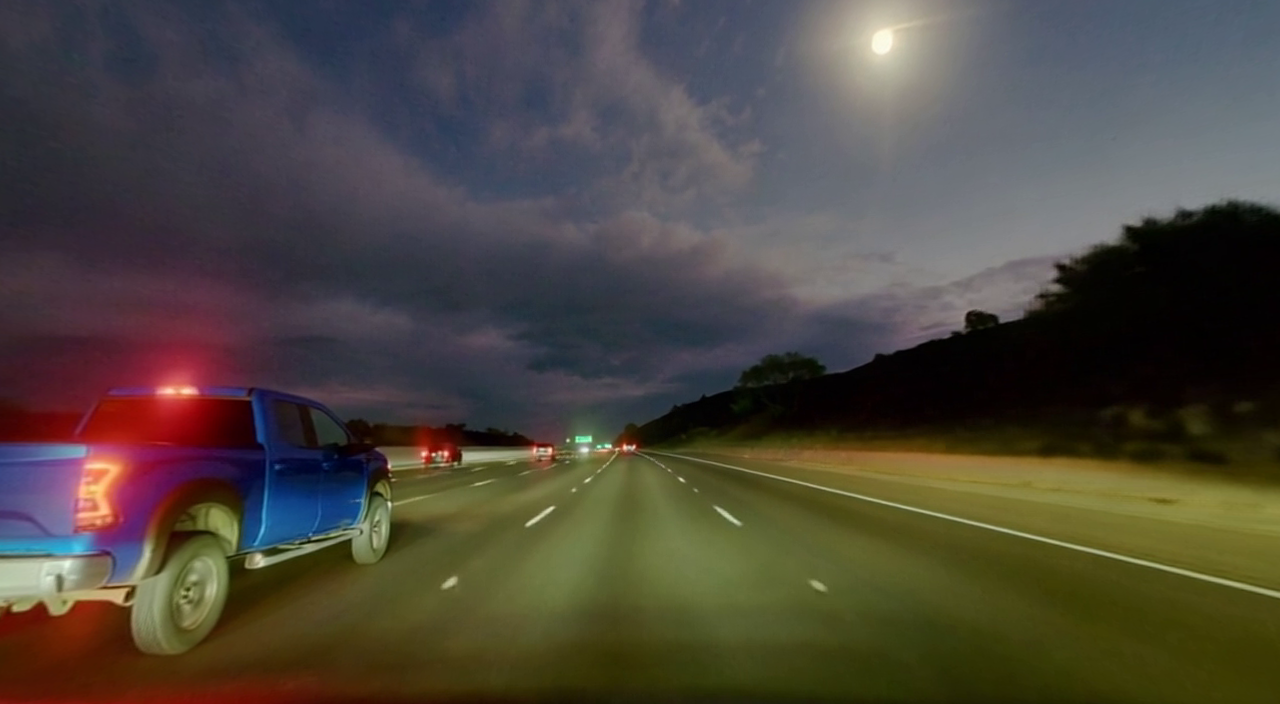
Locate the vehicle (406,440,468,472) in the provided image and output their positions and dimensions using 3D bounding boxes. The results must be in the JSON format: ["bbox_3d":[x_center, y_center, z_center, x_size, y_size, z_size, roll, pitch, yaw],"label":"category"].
[{"bbox_3d":[-11.559,5.931,36.164,2.106,1.692,4.458,0,-9,-1],"label":"vehicle"}]

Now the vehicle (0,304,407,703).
[{"bbox_3d":[-4.295,1.098,5.195,2.339,2.004,6.171,0,-9,0],"label":"vehicle"}]
